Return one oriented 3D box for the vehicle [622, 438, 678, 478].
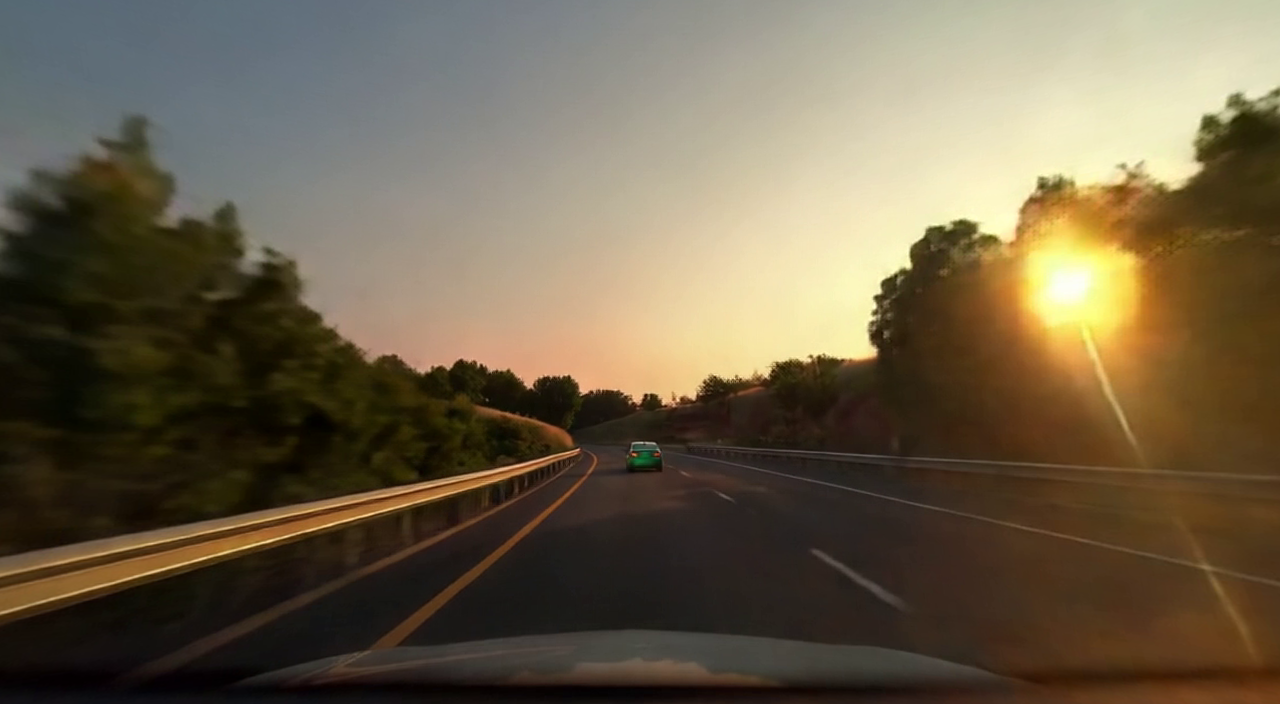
[{"bbox_3d":[0.327,4.383,26.351,2.029,1.474,4.183,0,-9,-4],"label":"vehicle"}]
